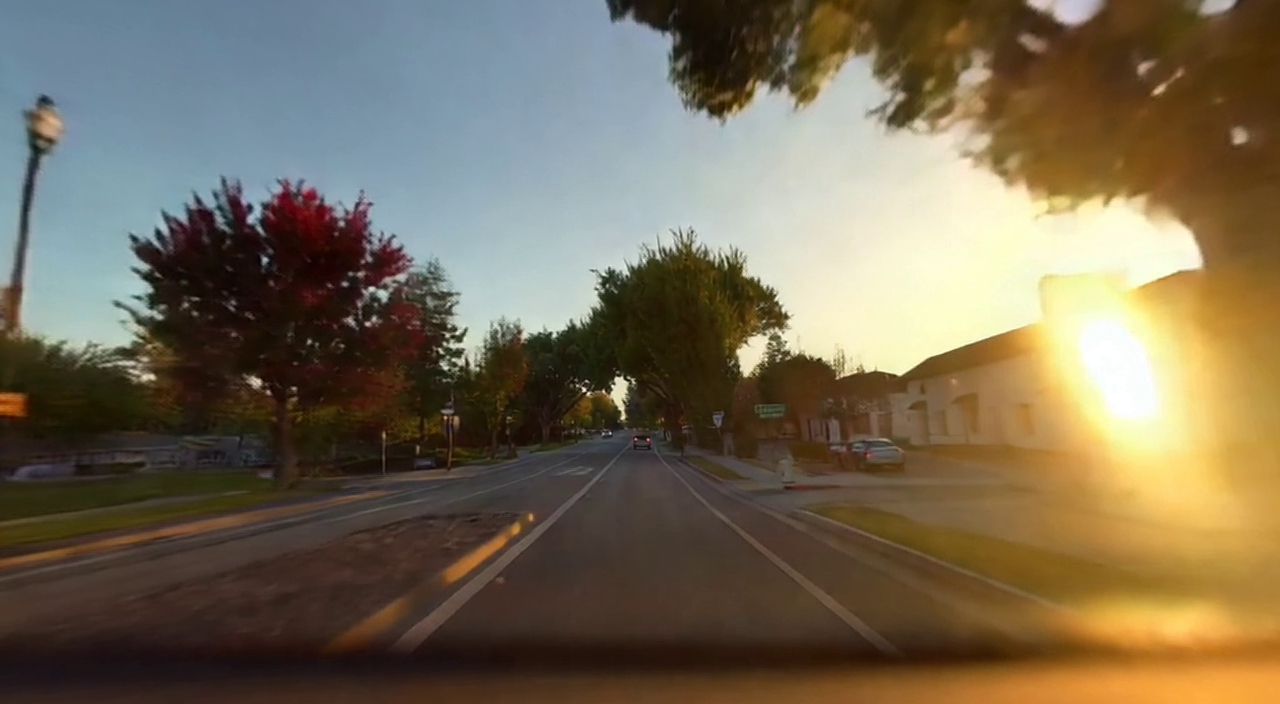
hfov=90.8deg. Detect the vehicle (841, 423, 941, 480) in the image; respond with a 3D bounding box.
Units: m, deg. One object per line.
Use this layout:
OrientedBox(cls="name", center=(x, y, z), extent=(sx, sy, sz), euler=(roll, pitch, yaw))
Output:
OrientedBox(cls="vehicle", center=(11.084, 4.541, 28.338), extent=(2.001, 1.744, 4.449), euler=(-4, -16, -9))
